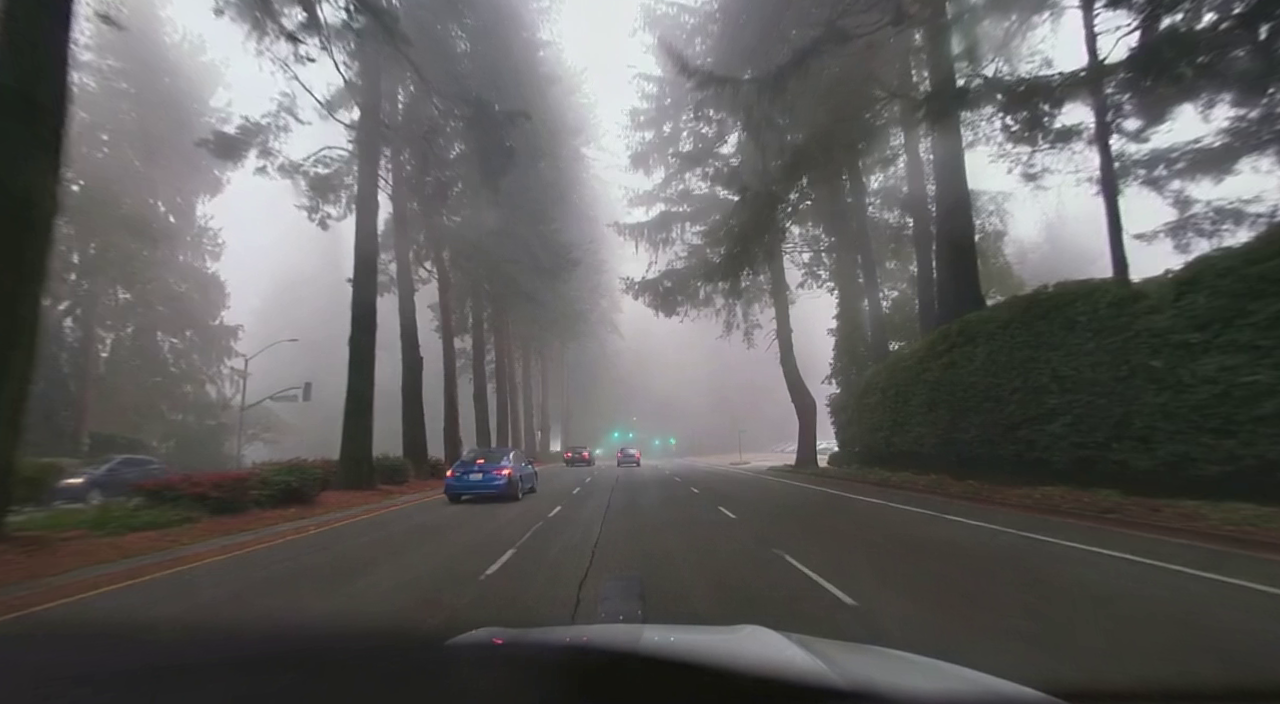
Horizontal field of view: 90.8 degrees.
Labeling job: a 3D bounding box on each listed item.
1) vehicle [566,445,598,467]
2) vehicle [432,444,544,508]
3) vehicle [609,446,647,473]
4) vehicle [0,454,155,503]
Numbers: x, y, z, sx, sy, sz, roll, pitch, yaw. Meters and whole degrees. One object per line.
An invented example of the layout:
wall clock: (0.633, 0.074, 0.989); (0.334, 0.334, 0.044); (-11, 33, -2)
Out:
vehicle: (-4.353, 7.858, 48.049); (2.103, 1.592, 4.160); (0, -9, -1)
vehicle: (-3.768, 3.142, 16.508); (1.905, 1.418, 4.396); (0, -9, -1)
vehicle: (-0.702, 6.097, 36.117); (1.991, 1.431, 4.199); (0, -9, -2)
vehicle: (-23.912, 5.267, 26.879); (2.116, 1.786, 5.673); (0, -9, -1)
